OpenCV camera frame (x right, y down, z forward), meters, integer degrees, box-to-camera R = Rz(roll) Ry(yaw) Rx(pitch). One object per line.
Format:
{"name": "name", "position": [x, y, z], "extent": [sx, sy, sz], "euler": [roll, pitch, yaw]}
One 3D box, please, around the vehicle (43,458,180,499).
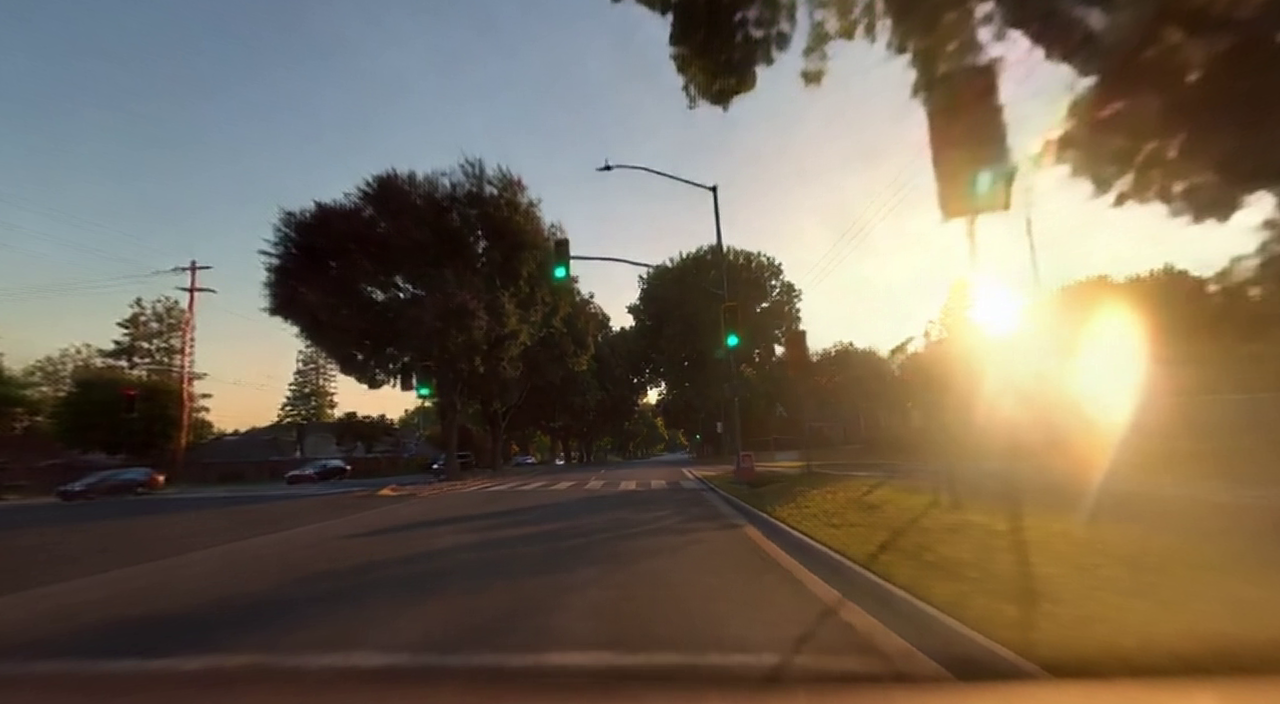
{"name": "vehicle", "position": [-26.424, 6.289, 31.783], "extent": [1.907, 1.766, 4.804], "euler": [-5, -10, 30]}

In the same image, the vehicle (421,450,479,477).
{"name": "vehicle", "position": [-13.559, 7.938, 45.432], "extent": [2.106, 1.782, 4.974], "euler": [-1, -9, 7]}

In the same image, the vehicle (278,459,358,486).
{"name": "vehicle", "position": [-21.061, 7.888, 41.496], "extent": [1.862, 1.529, 4.370], "euler": [-4, -9, 24]}
